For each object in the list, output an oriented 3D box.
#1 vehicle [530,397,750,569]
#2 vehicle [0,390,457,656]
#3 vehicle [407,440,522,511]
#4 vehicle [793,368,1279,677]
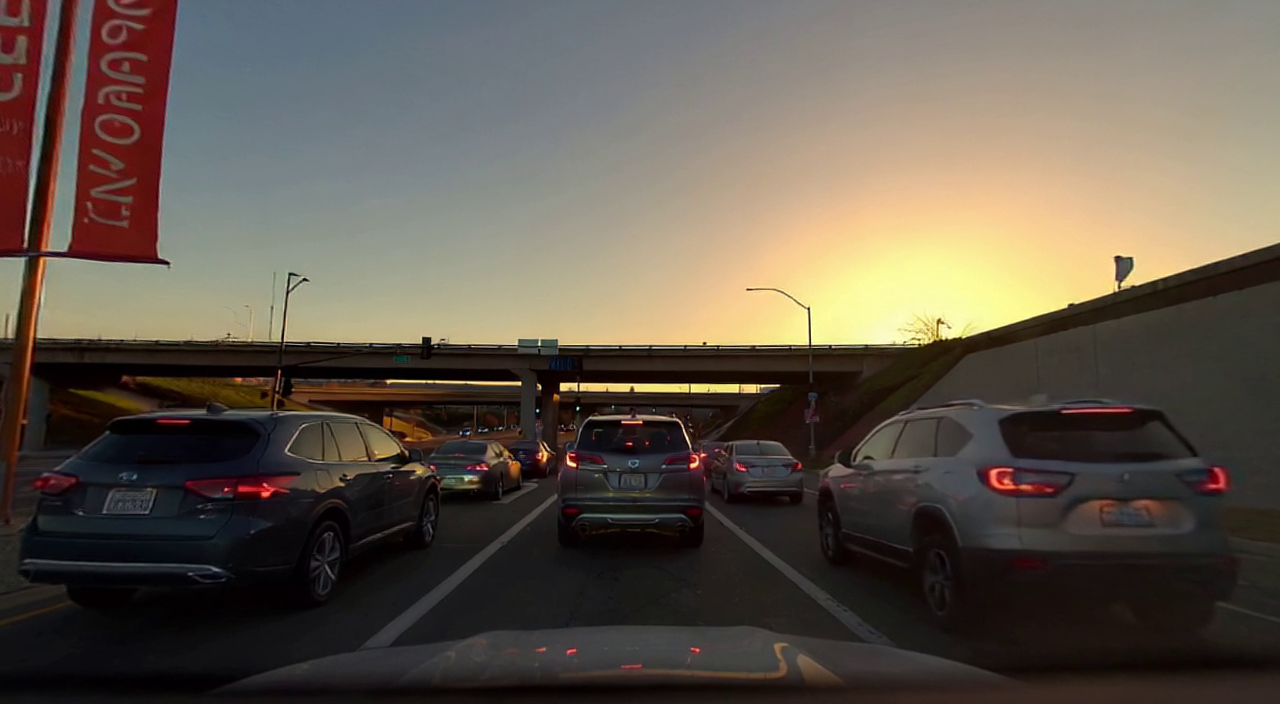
[{"bbox_3d":[-0.078,1.770,9.210,2.409,1.864,4.471,0,-9,-2],"label":"vehicle"},{"bbox_3d":[-3.495,1.423,6.264,2.039,1.709,4.265,0,-9,0],"label":"vehicle"},{"bbox_3d":[-4.153,2.946,15.429,1.797,1.505,3.506,0,-9,0],"label":"vehicle"},{"bbox_3d":[3.144,1.336,6.106,2.016,1.804,4.681,0,-9,-1],"label":"vehicle"}]
